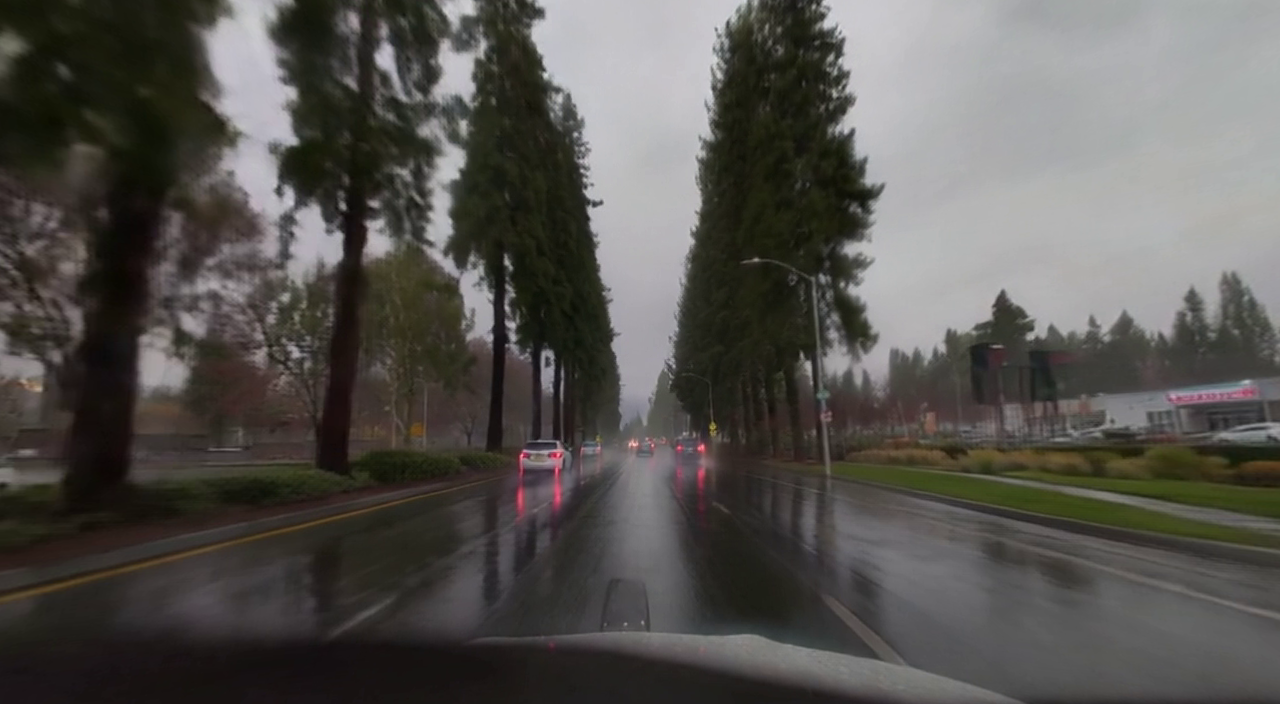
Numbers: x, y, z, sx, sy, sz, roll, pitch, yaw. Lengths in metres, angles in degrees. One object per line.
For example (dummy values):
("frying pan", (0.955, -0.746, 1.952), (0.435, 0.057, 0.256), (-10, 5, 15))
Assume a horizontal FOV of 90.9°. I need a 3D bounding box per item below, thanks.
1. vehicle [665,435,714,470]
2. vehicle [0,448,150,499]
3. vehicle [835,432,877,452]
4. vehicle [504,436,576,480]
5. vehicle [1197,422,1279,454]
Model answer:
("vehicle", (2.350, 4.876, 30.764), (1.922, 1.579, 3.642), (0, -8, -2))
("vehicle", (-22.637, 4.811, 25.403), (1.958, 1.780, 4.479), (-1, -8, 3))
("vehicle", (16.021, 6.716, 46.986), (1.823, 1.413, 3.884), (0, -8, 2))
("vehicle", (-3.666, 3.984, 24.009), (1.908, 1.481, 4.536), (0, -8, 1))
("vehicle", (30.693, 4.237, 30.978), (1.914, 1.507, 4.550), (1, -8, -12))
